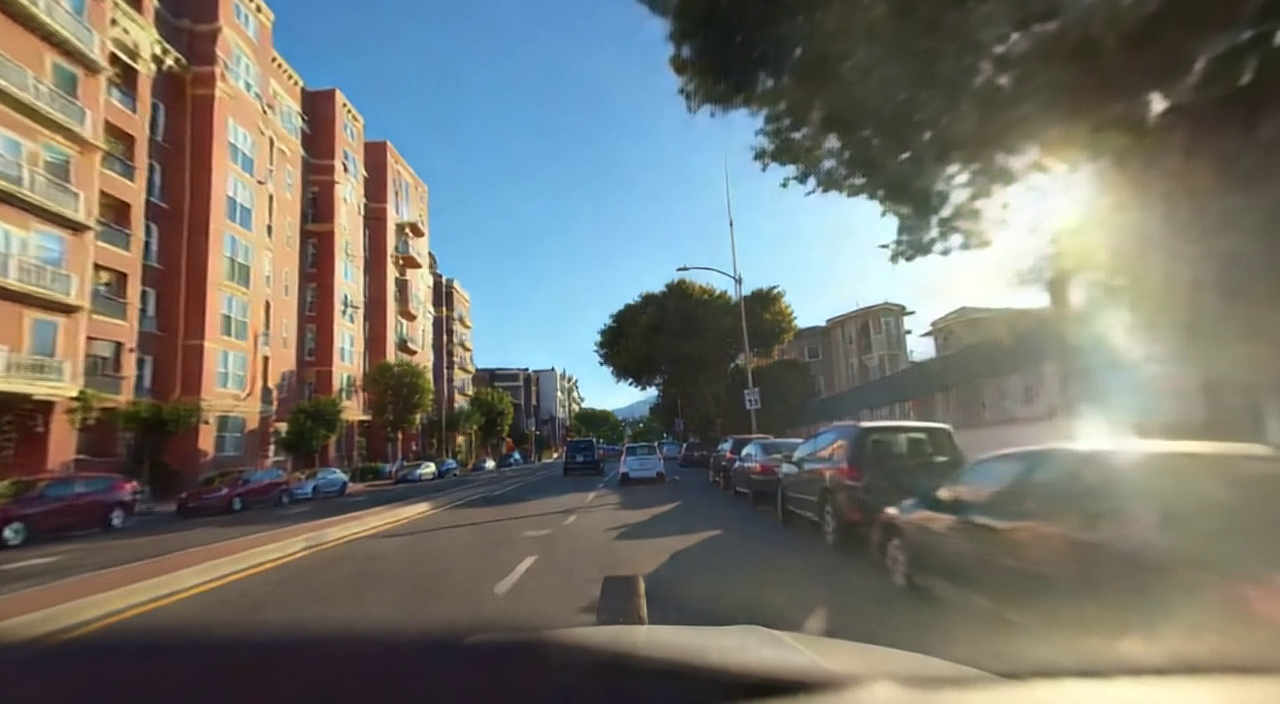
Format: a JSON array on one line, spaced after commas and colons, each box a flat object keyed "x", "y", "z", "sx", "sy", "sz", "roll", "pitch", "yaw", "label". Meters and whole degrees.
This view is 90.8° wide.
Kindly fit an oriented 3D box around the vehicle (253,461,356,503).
[{"x": -13.697, "y": 5.303, "z": 26.117, "sx": 1.837, "sy": 1.470, "sz": 4.263, "roll": -1, "pitch": -9, "yaw": 1, "label": "vehicle"}]

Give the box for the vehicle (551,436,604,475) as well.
[{"x": -2.971, "y": 5.032, "z": 30.810, "sx": 2.065, "sy": 1.705, "sz": 4.353, "roll": -1, "pitch": -9, "yaw": 1, "label": "vehicle"}]

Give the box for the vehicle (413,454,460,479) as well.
[{"x": -13.682, "y": 7.700, "z": 42.677, "sx": 1.839, "sy": 1.594, "sz": 4.055, "roll": 0, "pitch": -9, "yaw": -1, "label": "vehicle"}]

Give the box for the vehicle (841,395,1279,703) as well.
[{"x": 3.005, "y": 1.209, "z": 4.156, "sx": 1.874, "sy": 1.468, "sz": 4.550, "roll": 0, "pitch": -9, "yaw": 0, "label": "vehicle"}]

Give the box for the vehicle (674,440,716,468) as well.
[{"x": 3.186, "y": 6.035, "z": 37.455, "sx": 2.077, "sy": 1.532, "sz": 4.694, "roll": 0, "pitch": -9, "yaw": 0, "label": "vehicle"}]

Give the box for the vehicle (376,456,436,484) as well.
[{"x": -13.714, "y": 6.943, "z": 37.327, "sx": 1.907, "sy": 1.480, "sz": 4.498, "roll": 0, "pitch": -9, "yaw": -1, "label": "vehicle"}]

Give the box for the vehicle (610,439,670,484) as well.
[{"x": -0.001, "y": 4.031, "z": 23.441, "sx": 2.026, "sy": 1.496, "sz": 3.701, "roll": 0, "pitch": -9, "yaw": 0, "label": "vehicle"}]

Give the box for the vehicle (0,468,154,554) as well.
[{"x": -13.752, "y": 3.526, "z": 14.485, "sx": 1.805, "sy": 1.580, "sz": 4.477, "roll": 0, "pitch": -9, "yaw": -3, "label": "vehicle"}]

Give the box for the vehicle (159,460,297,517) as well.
[{"x": -13.853, "y": 4.575, "z": 21.606, "sx": 1.887, "sy": 1.619, "sz": 4.208, "roll": 0, "pitch": -9, "yaw": -1, "label": "vehicle"}]
